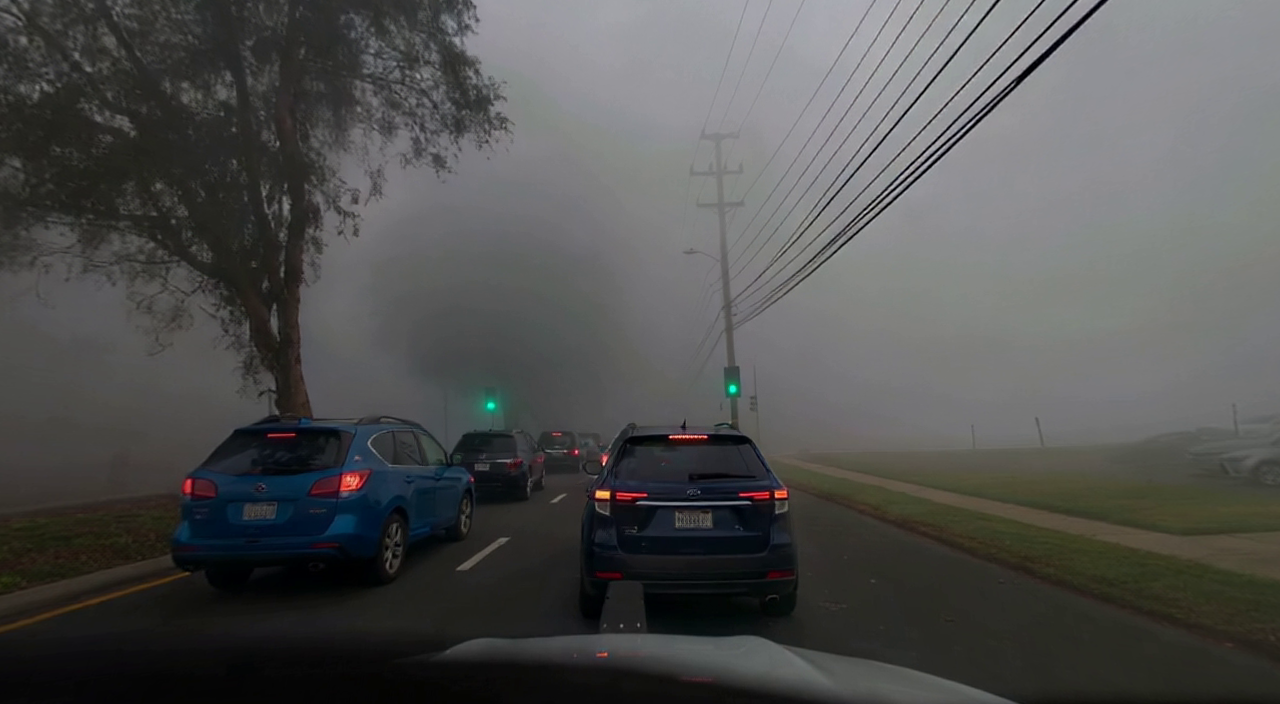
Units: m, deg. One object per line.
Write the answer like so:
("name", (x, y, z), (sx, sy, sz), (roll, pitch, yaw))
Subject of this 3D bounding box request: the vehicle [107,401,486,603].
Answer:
("vehicle", (-3.473, 1.606, 7.637), (2.105, 1.706, 4.337), (0, -9, 0))

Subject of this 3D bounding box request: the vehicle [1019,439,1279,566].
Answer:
("vehicle", (8.387, 2.151, 9.920), (1.993, 1.508, 4.521), (0, -9, -1))

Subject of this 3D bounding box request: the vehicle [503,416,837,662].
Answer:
("vehicle", (0.116, 1.446, 5.963), (2.056, 1.487, 4.003), (0, -9, -2))
